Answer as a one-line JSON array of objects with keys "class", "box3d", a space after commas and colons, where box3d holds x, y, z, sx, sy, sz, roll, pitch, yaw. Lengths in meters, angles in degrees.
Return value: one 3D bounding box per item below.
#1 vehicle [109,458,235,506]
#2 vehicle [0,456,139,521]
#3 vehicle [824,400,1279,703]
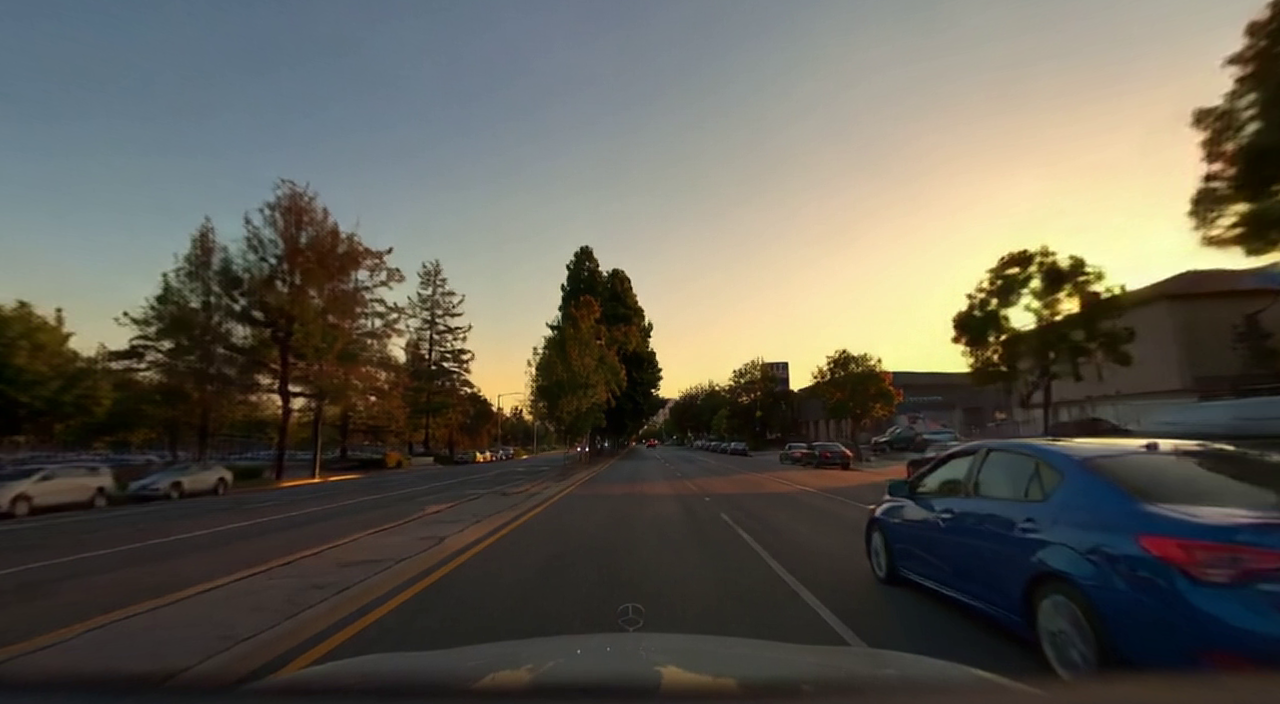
[{"class": "vehicle", "box3d": [-18.602, 5.145, 25.339, 1.828, 1.457, 4.292, -3, -7, 0]}, {"class": "vehicle", "box3d": [-18.719, 4.194, 19.931, 1.993, 1.686, 4.698, 0, -8, -2]}, {"class": "vehicle", "box3d": [3.057, 1.211, 4.455, 2.141, 1.443, 4.499, 0, -8, 0]}]
